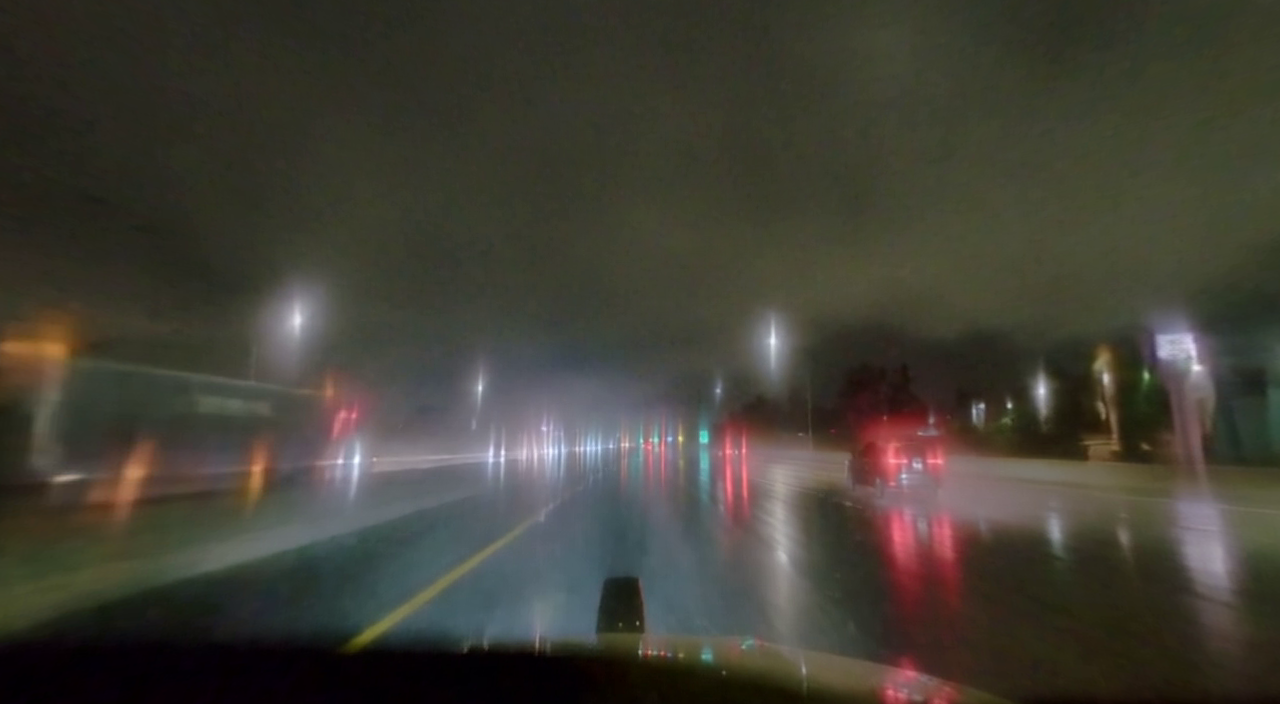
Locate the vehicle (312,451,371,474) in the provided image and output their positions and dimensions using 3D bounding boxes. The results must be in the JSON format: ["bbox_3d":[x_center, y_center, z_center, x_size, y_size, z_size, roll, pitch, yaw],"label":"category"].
[{"bbox_3d":[-21.467,7.930,45.702,1.893,1.523,4.814,0,-8,0],"label":"vehicle"}]

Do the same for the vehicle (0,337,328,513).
[{"bbox_3d":[-17.436,2.872,22.625,3.189,4.305,18.790,0,-9,0],"label":"vehicle"}]

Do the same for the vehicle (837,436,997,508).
[{"bbox_3d":[6.831,2.992,16.271,1.901,1.548,4.684,0,-9,-1],"label":"vehicle"}]
